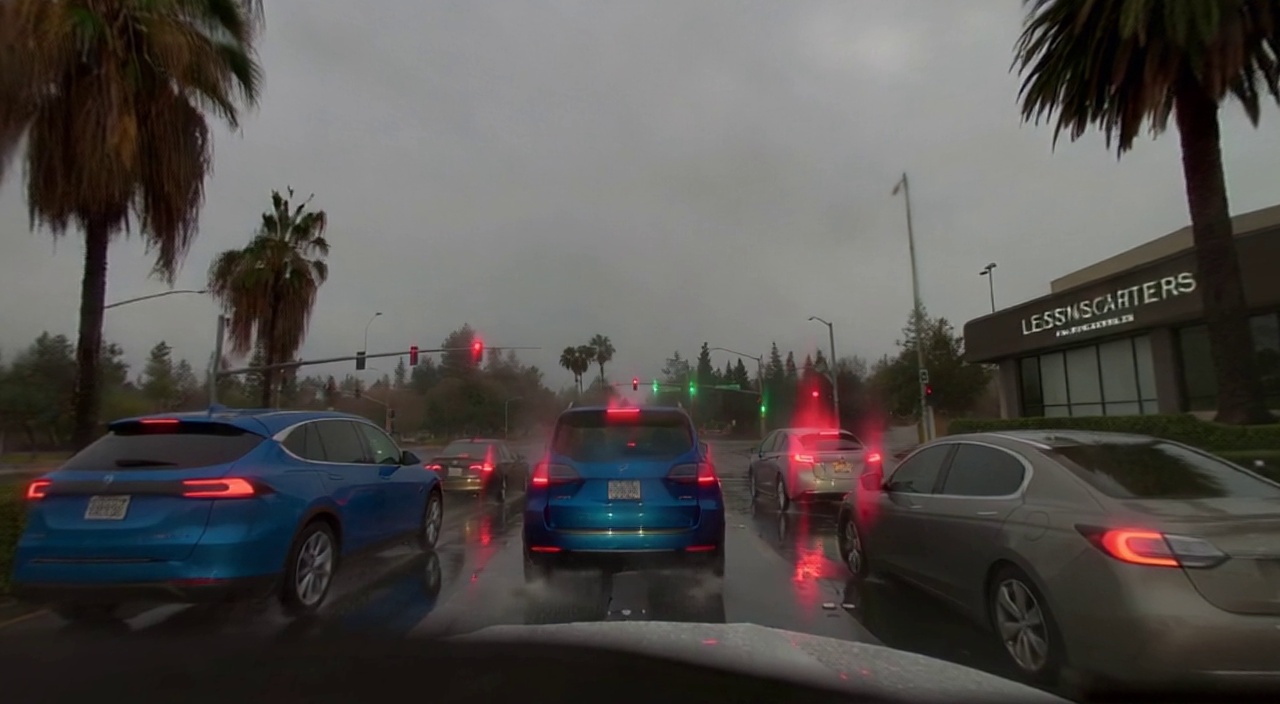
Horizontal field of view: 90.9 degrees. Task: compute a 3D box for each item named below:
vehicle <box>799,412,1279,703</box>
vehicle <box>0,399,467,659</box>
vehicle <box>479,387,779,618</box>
[{"bbox_3d":[2.968,1.370,5.257,2.017,1.491,4.611,0,-8,-1],"label":"vehicle"},{"bbox_3d":[-3.352,1.385,6.053,2.014,1.534,4.455,0,-8,1],"label":"vehicle"},{"bbox_3d":[-0.139,1.465,7.070,2.280,1.747,4.361,0,-8,-2],"label":"vehicle"}]
